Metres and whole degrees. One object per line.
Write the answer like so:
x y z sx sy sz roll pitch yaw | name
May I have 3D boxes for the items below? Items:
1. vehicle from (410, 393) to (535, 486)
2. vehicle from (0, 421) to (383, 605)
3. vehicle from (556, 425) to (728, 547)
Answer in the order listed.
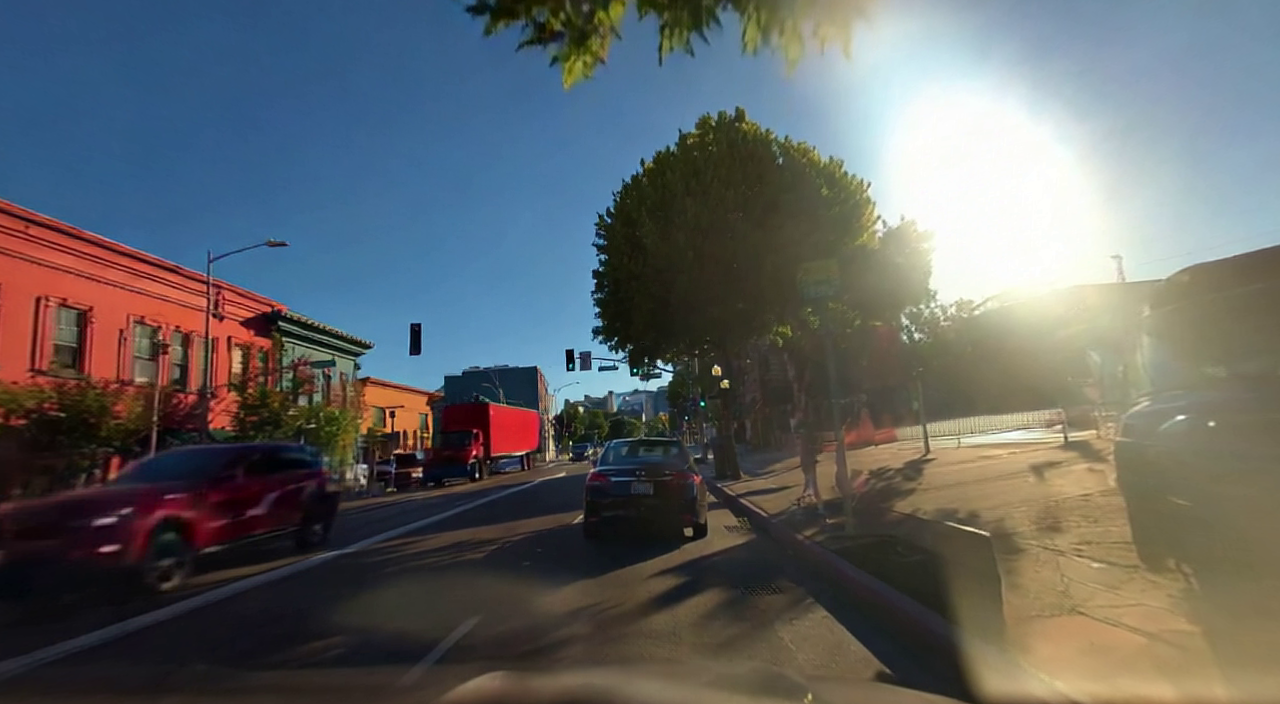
-8.151 4.605 32.845 2.986 3.933 11.600 0 -8 2 | vehicle
-6.416 2.088 9.508 2.402 1.852 6.057 0 -8 2 | vehicle
0.074 1.936 9.735 2.094 1.478 3.922 0 -8 2 | vehicle
